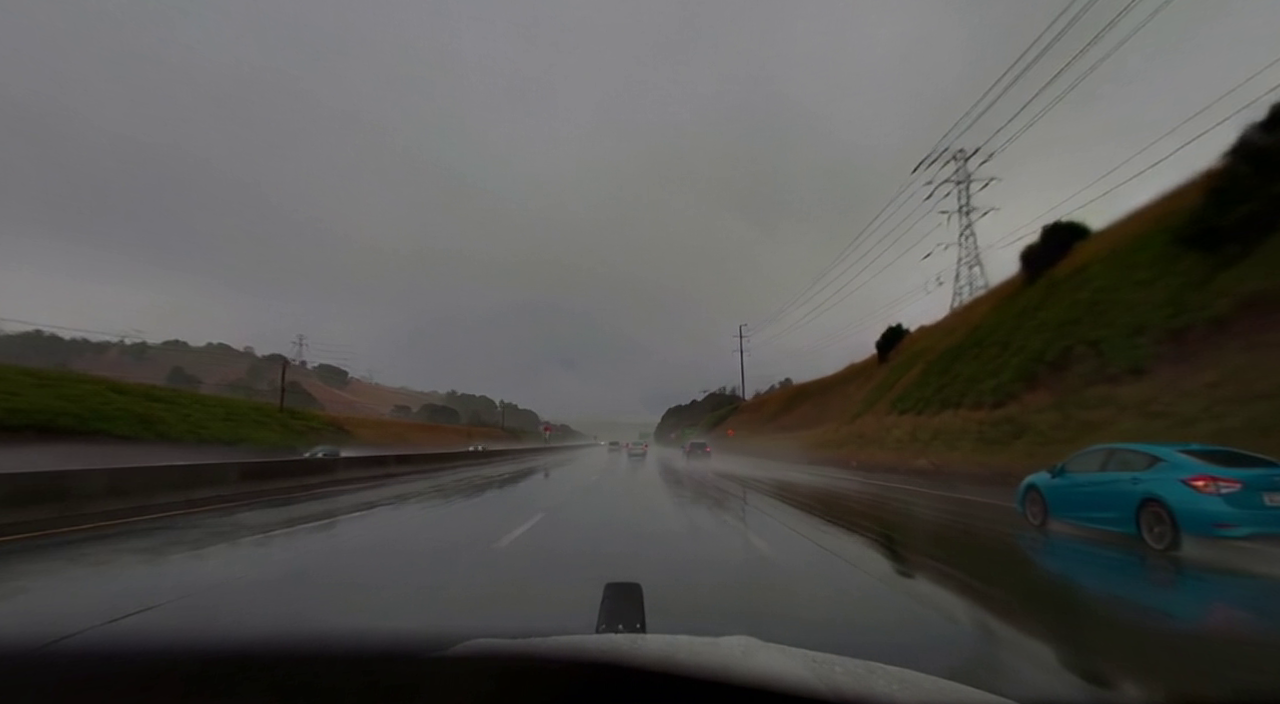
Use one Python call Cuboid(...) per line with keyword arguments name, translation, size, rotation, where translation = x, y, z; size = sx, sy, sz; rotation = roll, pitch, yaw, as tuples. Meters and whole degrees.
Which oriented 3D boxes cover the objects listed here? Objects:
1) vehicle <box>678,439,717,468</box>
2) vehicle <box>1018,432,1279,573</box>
Cuboid(name="vehicle", translation=(3.736, 6.733, 41.873), size=(2.159, 1.782, 4.673), rotation=(1, -9, 0))
Cuboid(name="vehicle", translation=(8.053, 2.019, 9.299), size=(1.970, 1.545, 4.818), rotation=(0, -8, 0))
